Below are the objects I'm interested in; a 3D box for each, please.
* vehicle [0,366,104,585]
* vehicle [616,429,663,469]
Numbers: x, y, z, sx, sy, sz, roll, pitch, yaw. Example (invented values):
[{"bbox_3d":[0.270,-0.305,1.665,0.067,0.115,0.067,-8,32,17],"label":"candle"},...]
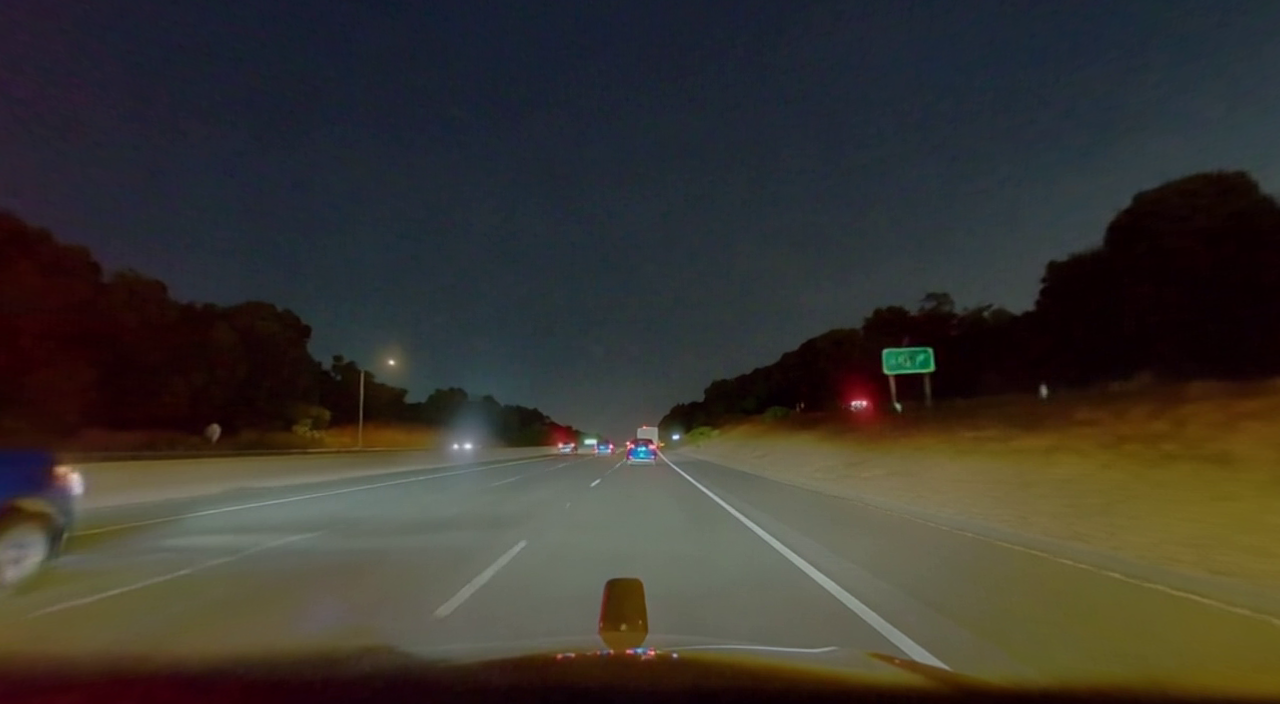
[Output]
[{"bbox_3d":[-6.910,0.840,3.800,2.323,1.947,5.672,0,-8,0],"label":"vehicle"},{"bbox_3d":[-0.014,5.154,33.668,2.309,1.915,5.130,0,-8,0],"label":"vehicle"}]
